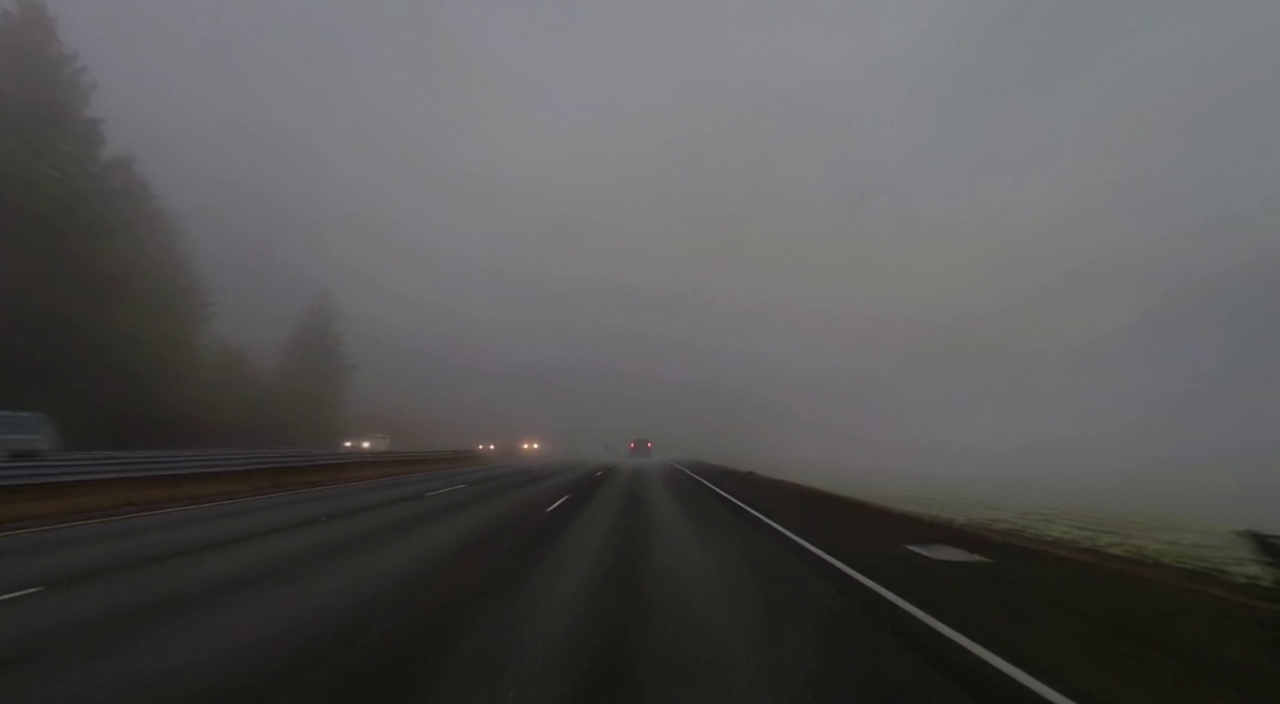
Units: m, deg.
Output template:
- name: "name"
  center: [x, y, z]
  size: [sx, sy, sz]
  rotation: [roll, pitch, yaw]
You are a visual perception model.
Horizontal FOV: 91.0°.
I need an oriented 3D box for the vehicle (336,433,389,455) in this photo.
- name: "vehicle"
  center: [-19.970, 6.630, 45.451]
  size: [1.843, 1.517, 4.270]
  rotation: [0, -8, 1]
